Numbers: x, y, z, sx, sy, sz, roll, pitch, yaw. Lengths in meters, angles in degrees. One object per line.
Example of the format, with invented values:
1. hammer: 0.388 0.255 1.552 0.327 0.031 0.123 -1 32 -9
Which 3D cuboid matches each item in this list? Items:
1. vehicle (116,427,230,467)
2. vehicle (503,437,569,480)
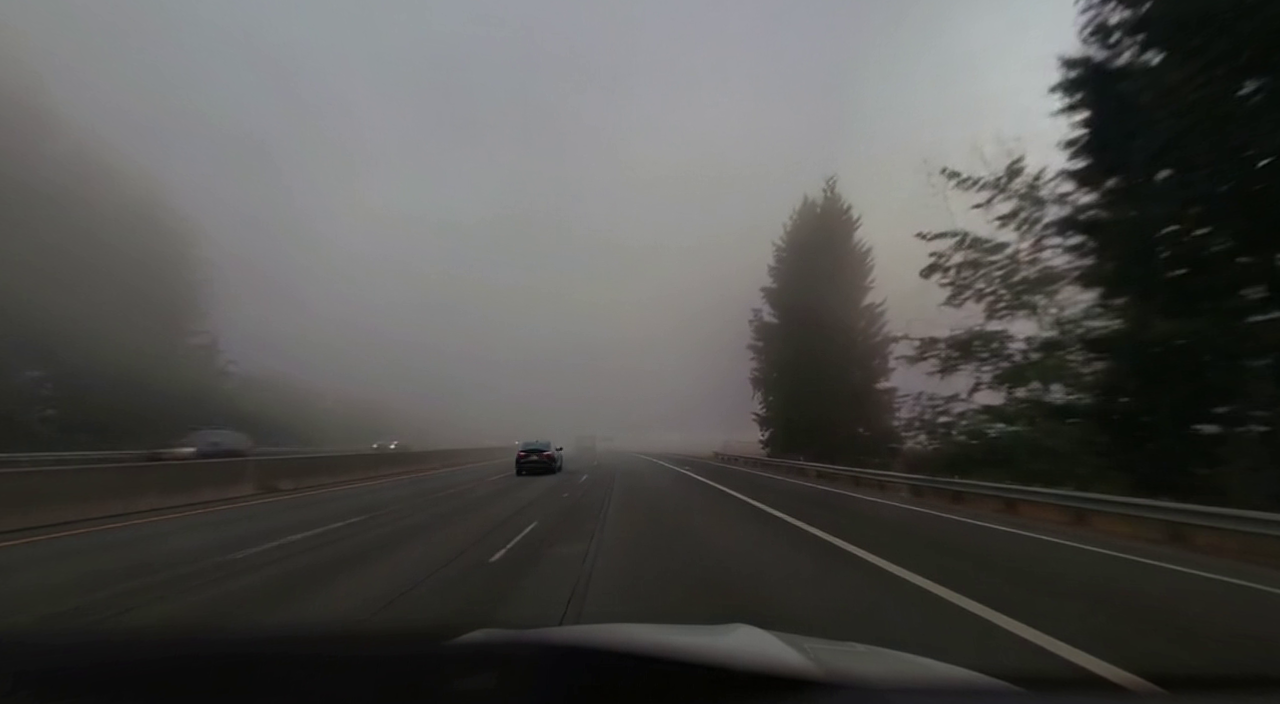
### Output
1. vehicle: -20.111 4.112 27.351 1.804 1.552 4.248 0 -8 -2
2. vehicle: -4.034 4.184 25.127 2.053 1.549 4.097 0 -8 -1
